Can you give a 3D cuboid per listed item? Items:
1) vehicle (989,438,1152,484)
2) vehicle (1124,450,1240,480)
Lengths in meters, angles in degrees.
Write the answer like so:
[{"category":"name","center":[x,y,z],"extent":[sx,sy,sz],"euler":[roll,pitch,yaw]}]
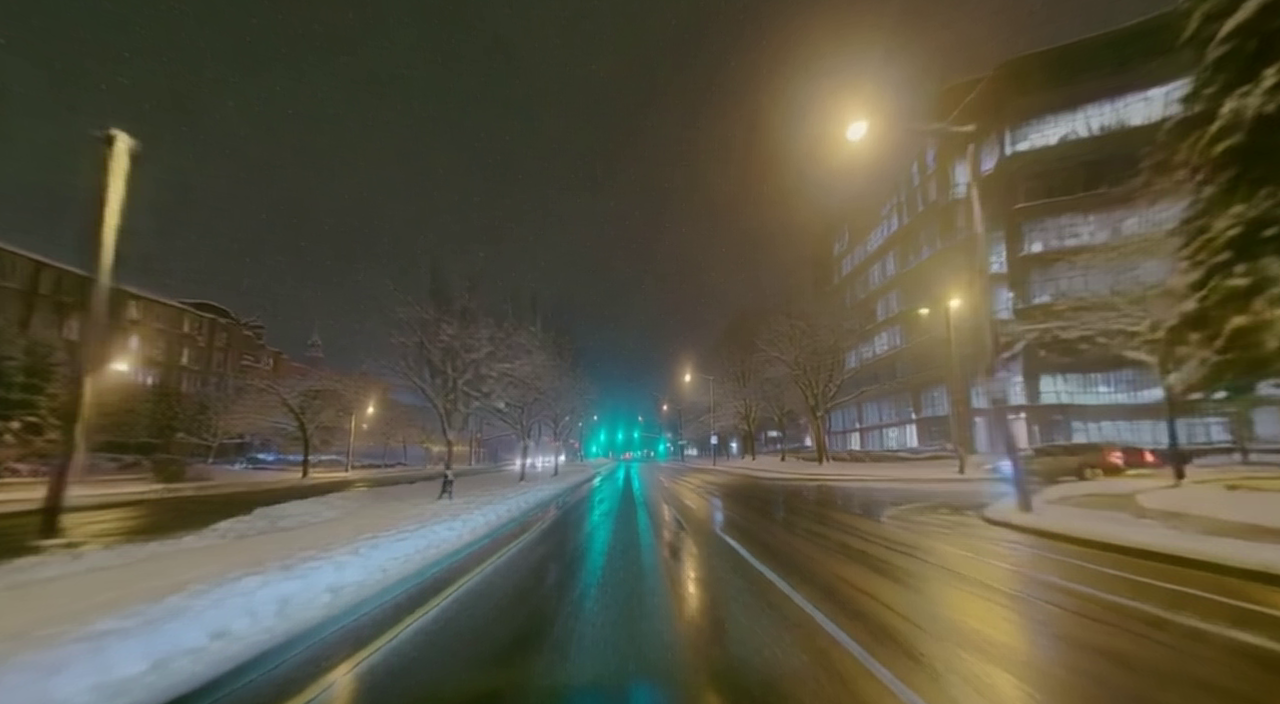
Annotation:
[{"category":"vehicle","center":[21.507,5.431,31.756],"extent":[6.615,1.967,2.328],"euler":[-2,-8,-5]},{"category":"vehicle","center":[28.256,5.890,33.001],"extent":[4.468,1.455,2.006],"euler":[2,-10,-8]}]
